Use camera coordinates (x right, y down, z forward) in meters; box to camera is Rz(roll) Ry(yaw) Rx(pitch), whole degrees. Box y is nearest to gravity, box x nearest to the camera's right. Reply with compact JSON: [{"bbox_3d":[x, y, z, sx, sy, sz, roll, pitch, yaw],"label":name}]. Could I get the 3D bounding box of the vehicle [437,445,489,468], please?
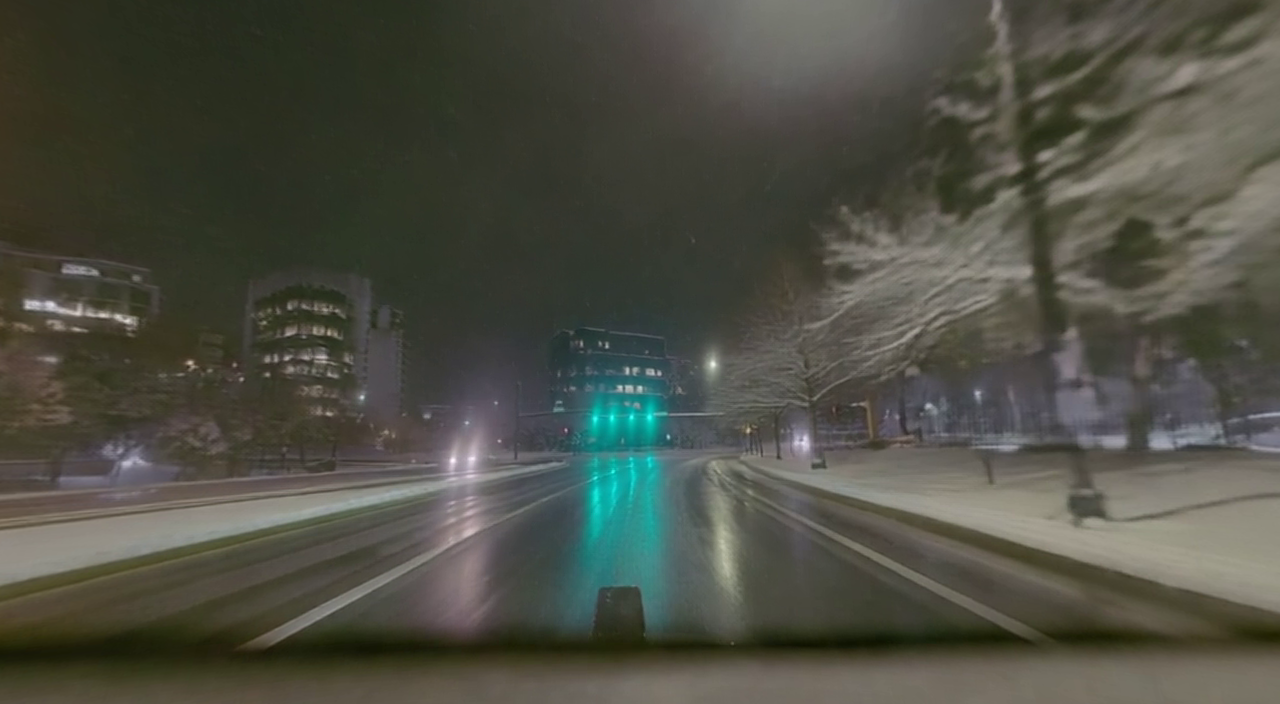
[{"bbox_3d":[-12.506,7.382,44.936,1.842,1.529,4.356,-1,-9,9],"label":"vehicle"}]
